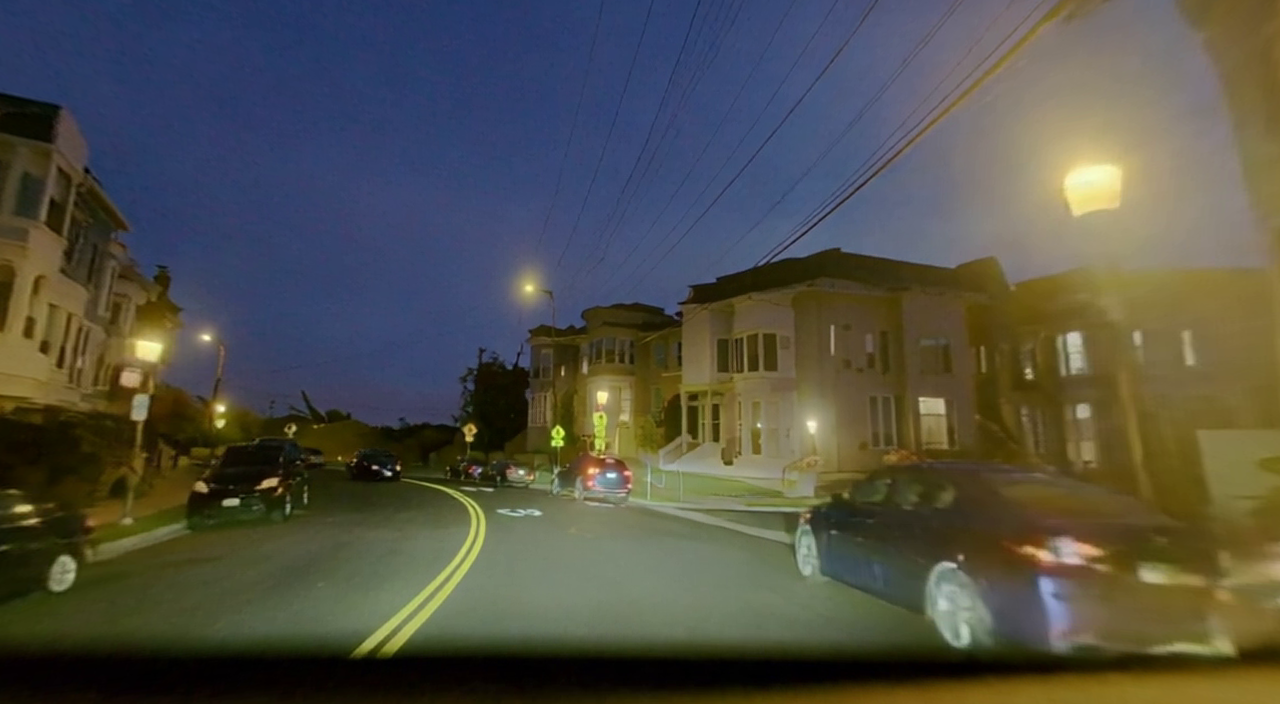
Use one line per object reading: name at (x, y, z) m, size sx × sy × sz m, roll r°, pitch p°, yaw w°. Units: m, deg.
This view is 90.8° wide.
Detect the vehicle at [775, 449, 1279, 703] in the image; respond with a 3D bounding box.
vehicle at (2.926, 1.611, 5.558) m, size 2.078 × 1.484 × 4.589 m, roll 1°, pitch -9°, yaw -5°

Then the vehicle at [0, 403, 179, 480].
vehicle at (-16.453, 2.448, 17.221) m, size 5.822 × 1.956 × 2.355 m, roll 4°, pitch -10°, yaw -27°

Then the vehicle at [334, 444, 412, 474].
vehicle at (-19.493, 7.767, 46.016) m, size 5.504 × 1.869 × 2.449 m, roll -6°, pitch -17°, yaw 35°

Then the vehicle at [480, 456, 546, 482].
vehicle at (-8.819, 8.131, 44.124) m, size 2.023 × 1.586 × 4.163 m, roll -8°, pitch -11°, yaw 40°

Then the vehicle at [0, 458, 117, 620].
vehicle at (-6.909, 1.782, 5.439) m, size 2.003 × 1.447 × 3.642 m, roll -5°, pitch -8°, yaw -6°

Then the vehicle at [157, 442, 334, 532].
vehicle at (-8.650, 2.912, 14.417) m, size 2.023 × 1.674 × 4.556 m, roll 2°, pitch -9°, yaw -14°

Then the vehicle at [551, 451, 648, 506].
vehicle at (-1.578, 4.406, 22.464) m, size 1.994 × 1.682 × 4.750 m, roll 4°, pitch -10°, yaw -22°

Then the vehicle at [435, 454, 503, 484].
vehicle at (-9.916, 6.685, 36.465) m, size 1.923 × 1.531 × 4.568 m, roll 7°, pitch -11°, yaw -40°

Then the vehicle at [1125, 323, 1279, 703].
vehicle at (3.141, 0.535, 0.313) m, size 1.974 × 1.769 × 4.610 m, roll 0°, pitch -9°, yaw -2°
